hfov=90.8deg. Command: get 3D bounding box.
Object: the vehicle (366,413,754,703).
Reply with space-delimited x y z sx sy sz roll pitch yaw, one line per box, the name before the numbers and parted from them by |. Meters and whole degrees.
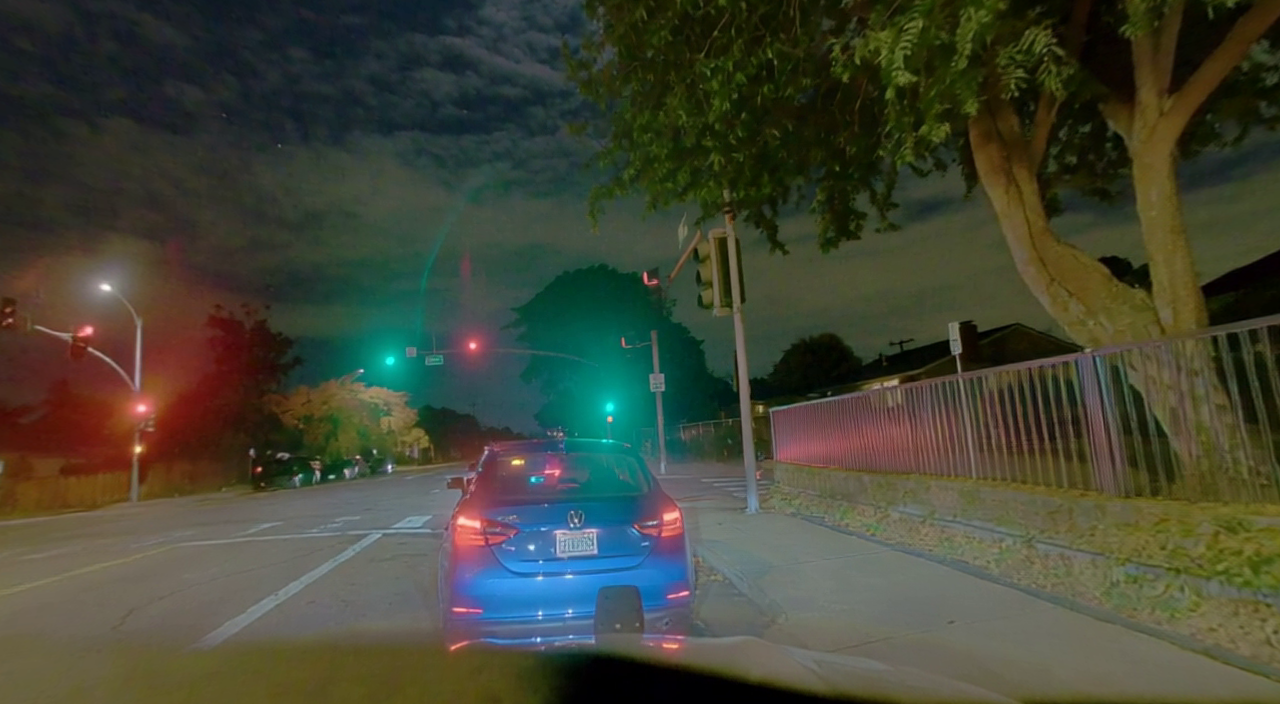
vehicle | -0.668 1.359 5.232 2.024 1.502 3.702 1 -9 -9
